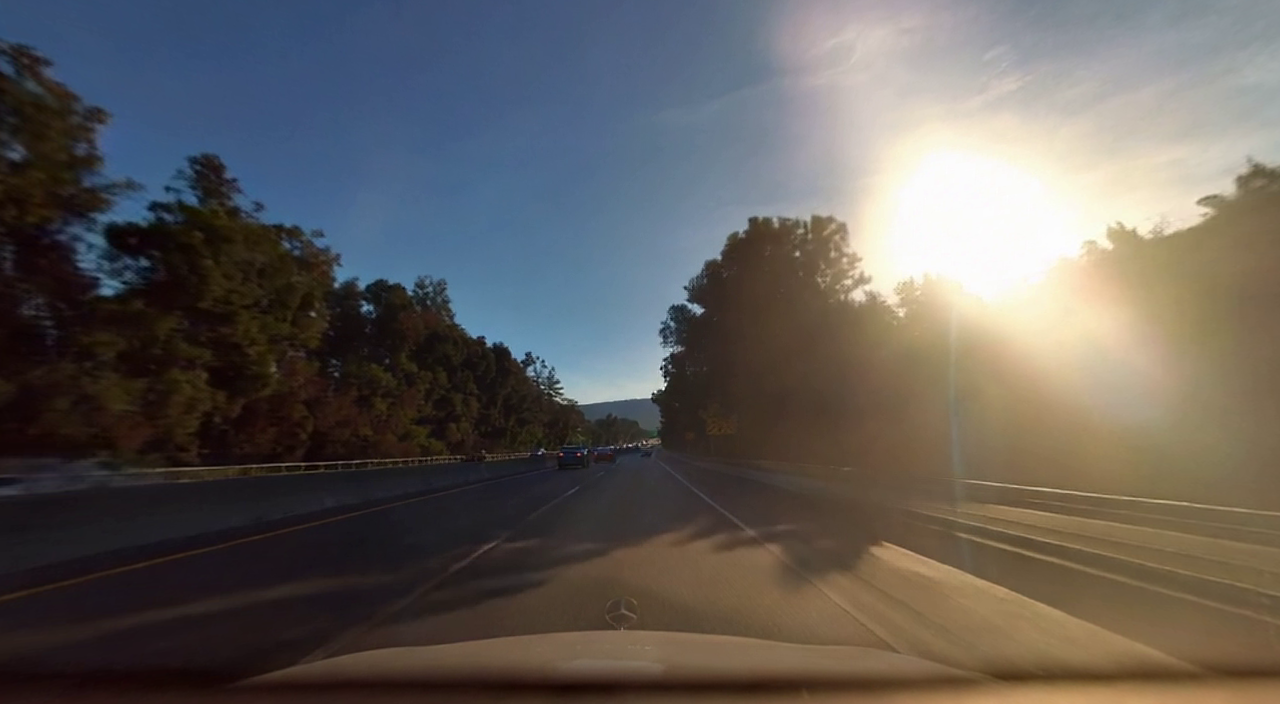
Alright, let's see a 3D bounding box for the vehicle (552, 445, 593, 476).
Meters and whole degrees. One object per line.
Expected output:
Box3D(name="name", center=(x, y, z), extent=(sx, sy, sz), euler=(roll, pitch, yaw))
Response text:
Box3D(name="vehicle", center=(-3.743, 6.128, 35.826), extent=(1.846, 1.600, 4.108), euler=(0, -9, 1))
